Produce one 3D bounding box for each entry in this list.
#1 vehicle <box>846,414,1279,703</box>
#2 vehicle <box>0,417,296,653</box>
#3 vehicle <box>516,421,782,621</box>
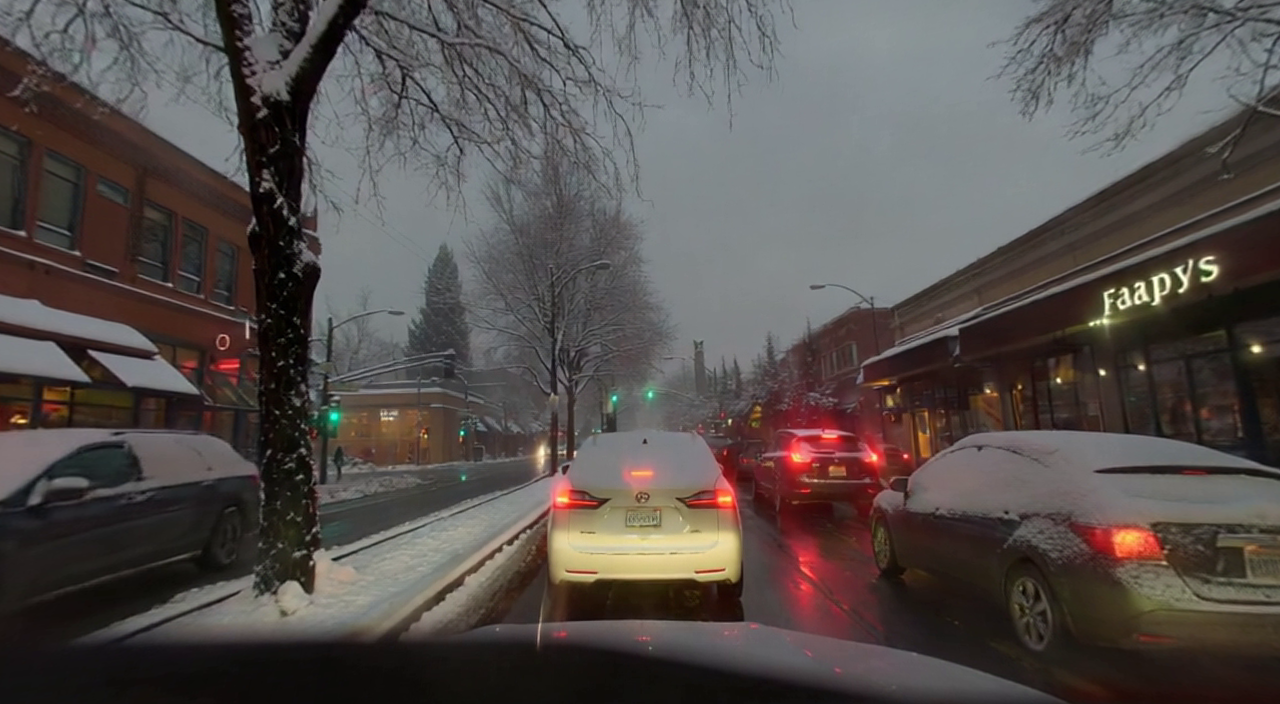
[{"bbox_3d":[3.402,1.370,5.301,1.988,1.480,4.195,0,-9,1],"label":"vehicle"},{"bbox_3d":[-5.181,1.386,5.315,1.898,1.542,4.689,0,-9,0],"label":"vehicle"},{"bbox_3d":[0.062,1.548,6.616,2.006,1.487,3.535,0,-9,0],"label":"vehicle"}]
